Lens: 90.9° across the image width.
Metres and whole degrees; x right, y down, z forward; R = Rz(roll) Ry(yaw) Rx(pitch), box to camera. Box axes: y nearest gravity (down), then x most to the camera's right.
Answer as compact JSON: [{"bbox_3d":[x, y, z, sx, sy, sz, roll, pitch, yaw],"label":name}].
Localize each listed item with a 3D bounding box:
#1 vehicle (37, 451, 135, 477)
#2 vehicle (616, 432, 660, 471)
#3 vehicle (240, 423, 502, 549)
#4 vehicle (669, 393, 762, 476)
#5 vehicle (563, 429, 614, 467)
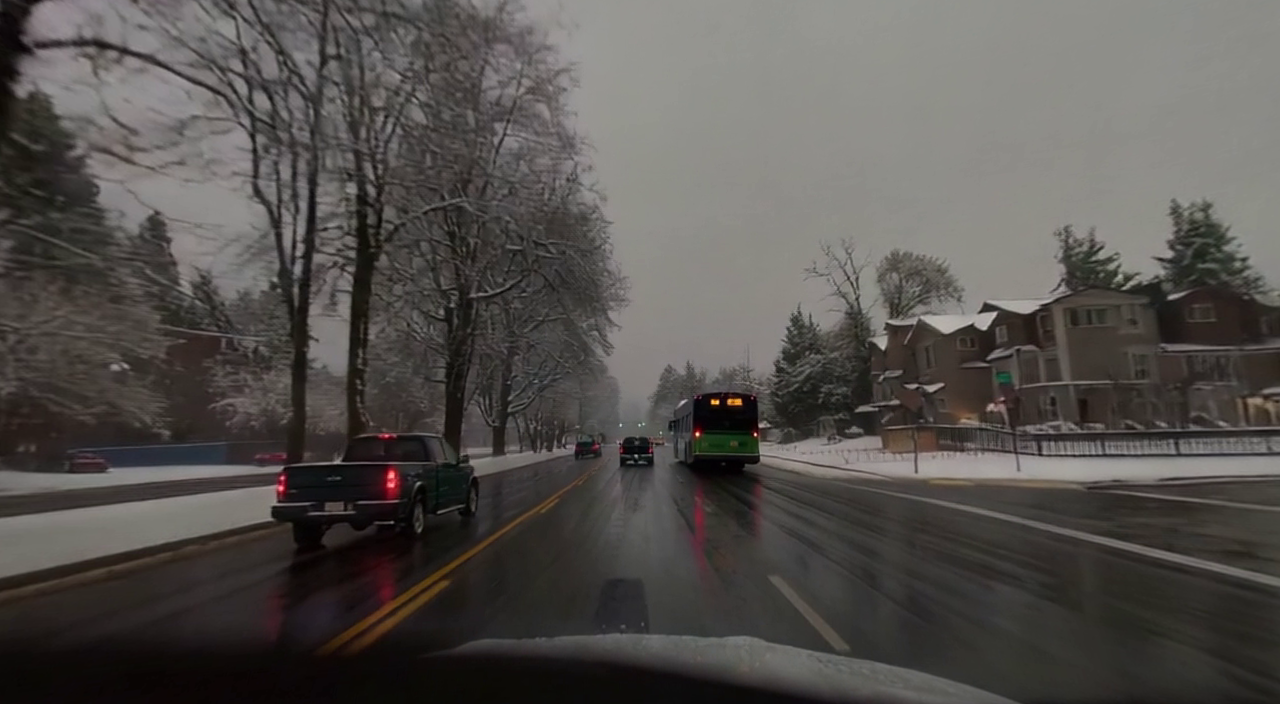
[{"bbox_3d":[-33.941,6.868,38.809,1.745,1.441,4.693,0,-8,1],"label":"vehicle"},{"bbox_3d":[-0.062,5.063,32.265,2.074,1.849,5.137,0,-8,1],"label":"vehicle"},{"bbox_3d":[-3.836,1.997,10.113,2.109,1.543,4.535,0,-8,1],"label":"vehicle"},{"bbox_3d":[3.273,4.182,31.292,3.059,3.264,12.623,0,-8,0],"label":"vehicle"},{"bbox_3d":[-2.957,5.695,37.482,2.513,2.066,5.820,0,-8,0],"label":"vehicle"}]
